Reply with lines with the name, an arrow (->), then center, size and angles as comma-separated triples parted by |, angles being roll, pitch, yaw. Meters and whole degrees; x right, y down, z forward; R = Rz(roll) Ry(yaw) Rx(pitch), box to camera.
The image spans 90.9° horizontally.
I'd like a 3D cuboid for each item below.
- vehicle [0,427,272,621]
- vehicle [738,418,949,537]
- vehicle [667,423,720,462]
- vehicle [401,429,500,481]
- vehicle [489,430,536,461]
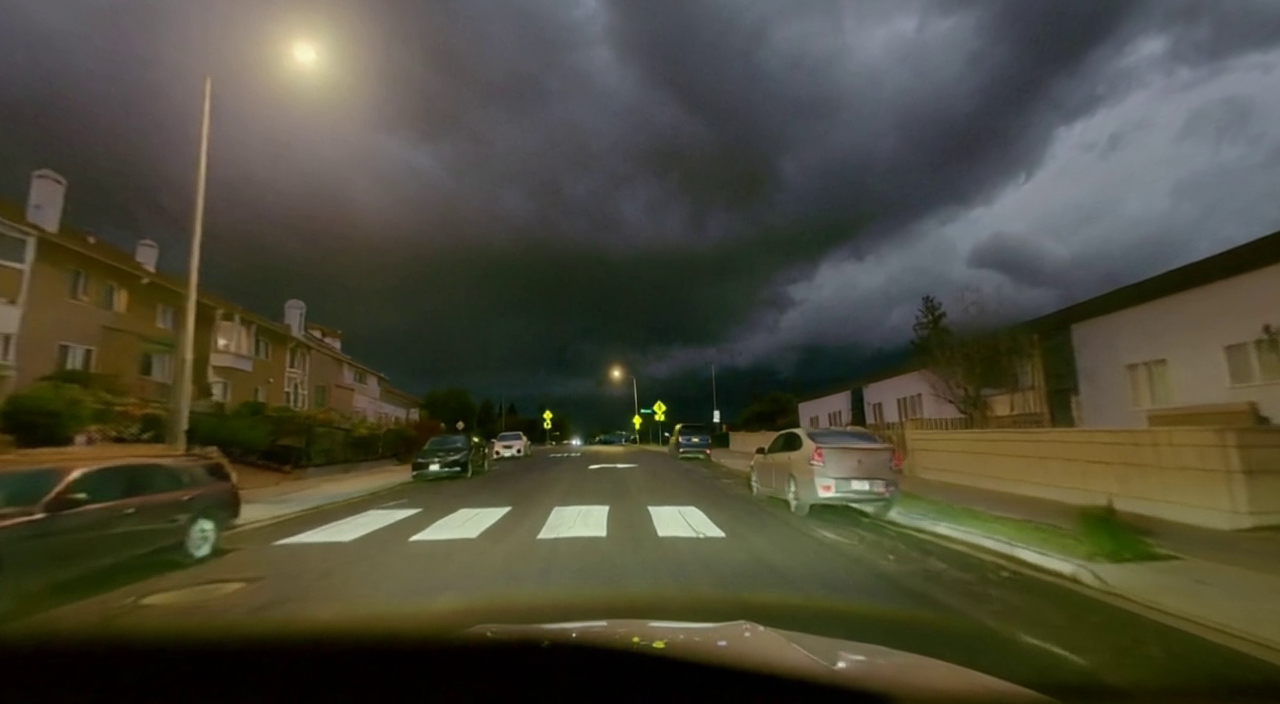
vehicle -> -5.735, 1.475, 6.089 | 1.870, 1.425, 4.297 | 0, -8, -2
vehicle -> 3.108, 1.964, 10.911 | 1.875, 1.568, 4.899 | 0, -7, -2
vehicle -> 2.406, 4.186, 29.318 | 1.997, 1.663, 4.544 | 0, -7, -1
vehicle -> -6.112, 3.349, 21.028 | 1.972, 1.502, 5.530 | 0, -8, -4
vehicle -> -6.708, 4.958, 33.587 | 1.842, 1.540, 3.704 | 0, -8, -2
